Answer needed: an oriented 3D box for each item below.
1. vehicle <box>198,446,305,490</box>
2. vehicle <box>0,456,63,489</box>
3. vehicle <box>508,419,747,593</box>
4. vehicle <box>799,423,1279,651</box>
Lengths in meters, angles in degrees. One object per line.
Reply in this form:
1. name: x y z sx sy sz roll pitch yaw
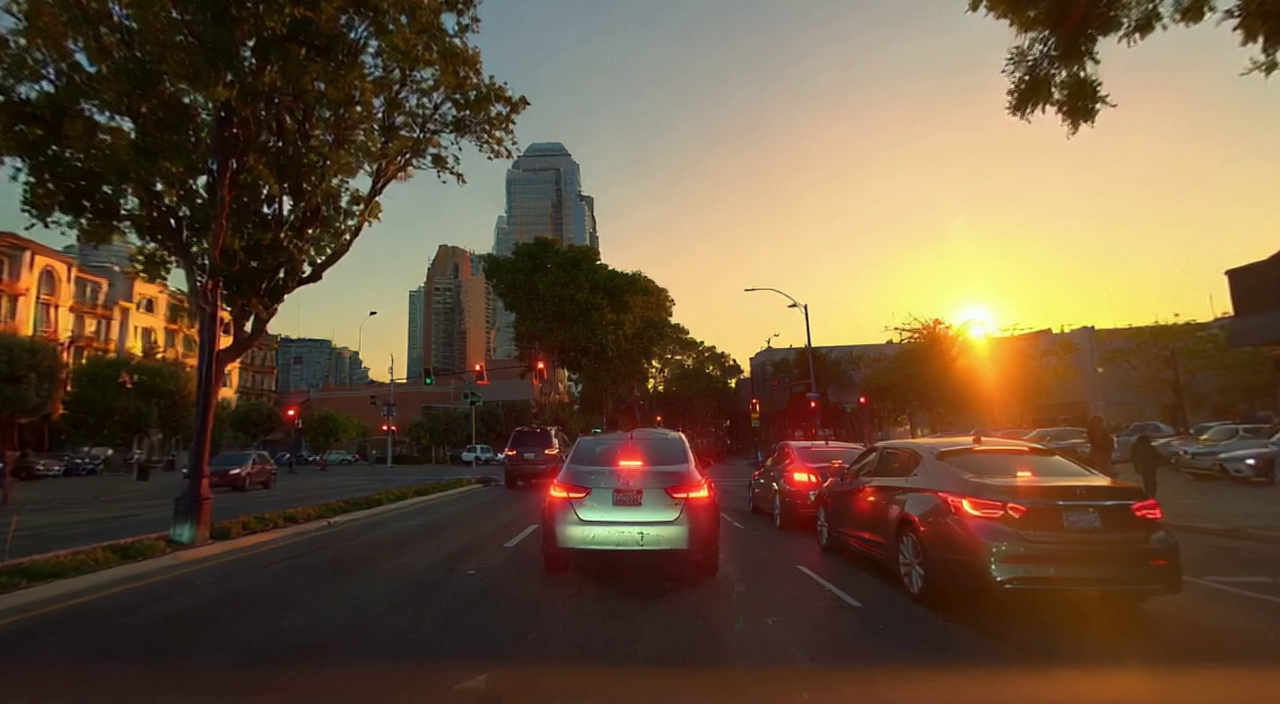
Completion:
1. vehicle: -15.517 4.628 25.547 1.933 1.614 4.042 0 -9 -4
2. vehicle: -31.731 5.998 31.558 1.913 1.531 4.000 -9 -12 43
3. vehicle: -0.145 1.671 7.678 2.118 1.512 4.013 0 -9 -1
4. vehicle: 3.207 1.546 6.436 1.912 1.454 4.537 0 -9 -1
